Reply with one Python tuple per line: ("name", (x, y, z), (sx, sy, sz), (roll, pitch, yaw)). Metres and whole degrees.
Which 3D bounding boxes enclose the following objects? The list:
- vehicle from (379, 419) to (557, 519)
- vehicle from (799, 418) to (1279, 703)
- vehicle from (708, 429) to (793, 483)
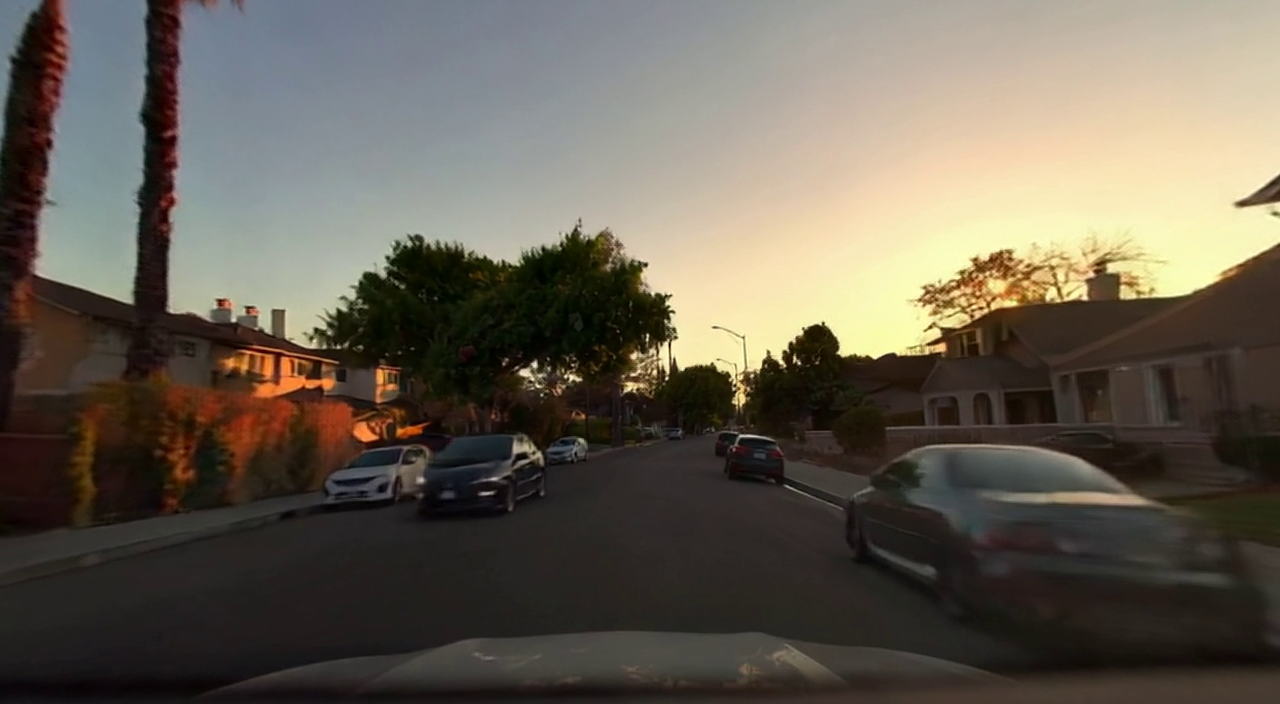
("vehicle", (-3.463, 2.473, 13.907), (2.305, 1.781, 4.834), (-1, -8, 4))
("vehicle", (2.925, 1.358, 5.220), (1.942, 1.465, 4.123), (0, -8, -3))
("vehicle", (3.405, 3.285, 20.185), (2.045, 1.519, 4.231), (-1, -8, 2))
